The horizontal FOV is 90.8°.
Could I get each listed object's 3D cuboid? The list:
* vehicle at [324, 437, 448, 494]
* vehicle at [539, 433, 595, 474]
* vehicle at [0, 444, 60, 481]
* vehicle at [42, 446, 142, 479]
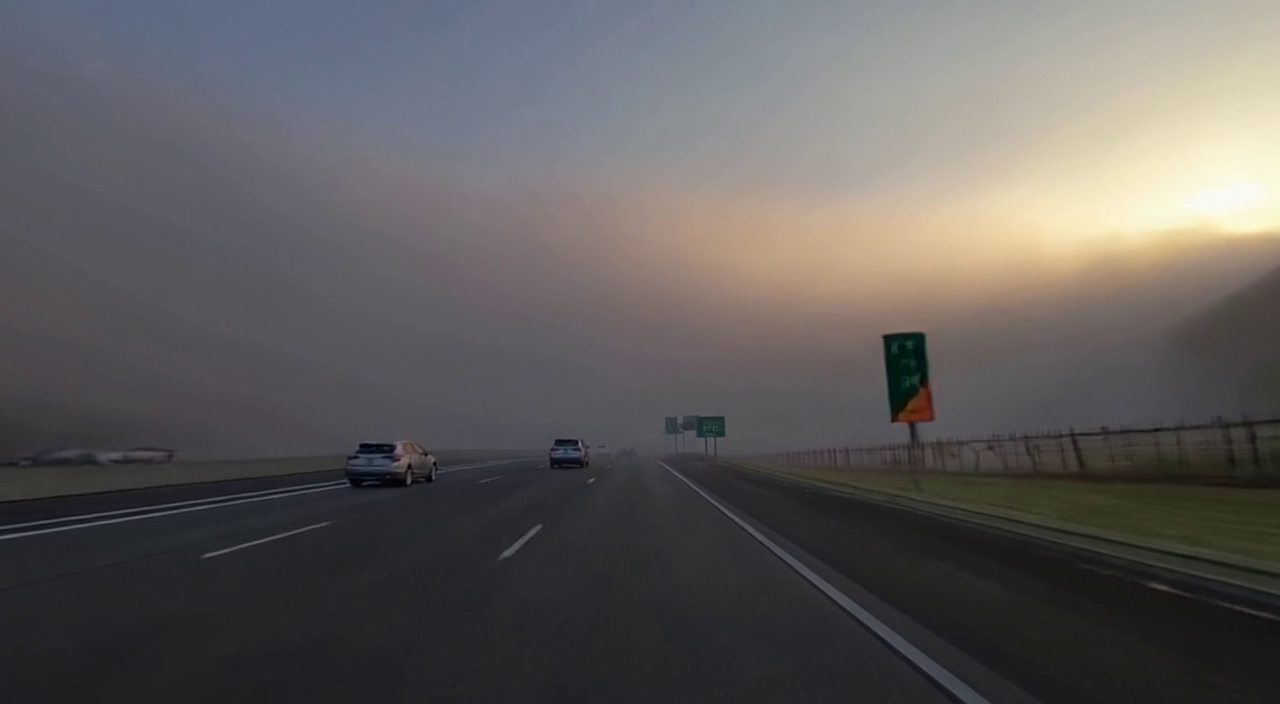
[{"bbox_3d":[-7.545,3.395,19.326,1.930,1.508,4.567,0,-8,0],"label":"vehicle"},{"bbox_3d":[-3.295,4.684,29.335,2.029,1.753,4.718,0,-8,0],"label":"vehicle"},{"bbox_3d":[-40.526,7.027,40.225,2.367,2.293,5.123,-1,-8,-1],"label":"vehicle"},{"bbox_3d":[-35.211,7.067,40.796,2.013,1.872,4.977,0,-8,-1],"label":"vehicle"}]
